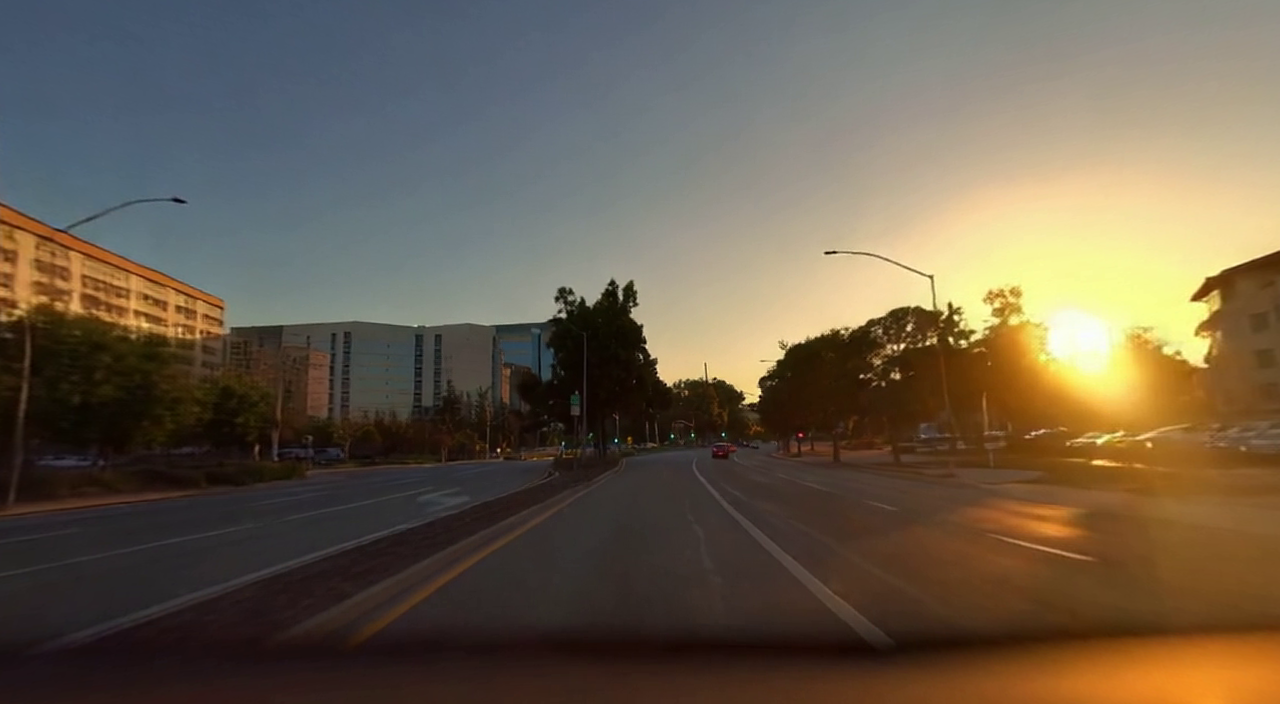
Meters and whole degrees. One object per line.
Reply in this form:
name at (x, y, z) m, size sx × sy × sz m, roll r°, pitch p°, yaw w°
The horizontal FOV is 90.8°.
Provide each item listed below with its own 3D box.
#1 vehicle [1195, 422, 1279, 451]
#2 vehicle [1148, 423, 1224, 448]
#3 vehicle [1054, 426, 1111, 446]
vehicle at (35.161, 4.971, 36.959) m, size 3.934 × 1.500 × 1.956 m, roll 0°, pitch -9°, yaw -13°
vehicle at (33.871, 5.203, 39.224) m, size 3.693 × 1.473 × 1.643 m, roll 2°, pitch -8°, yaw -14°
vehicle at (33.141, 6.305, 47.291) m, size 3.328 × 1.385 × 1.570 m, roll 1°, pitch -9°, yaw -14°
